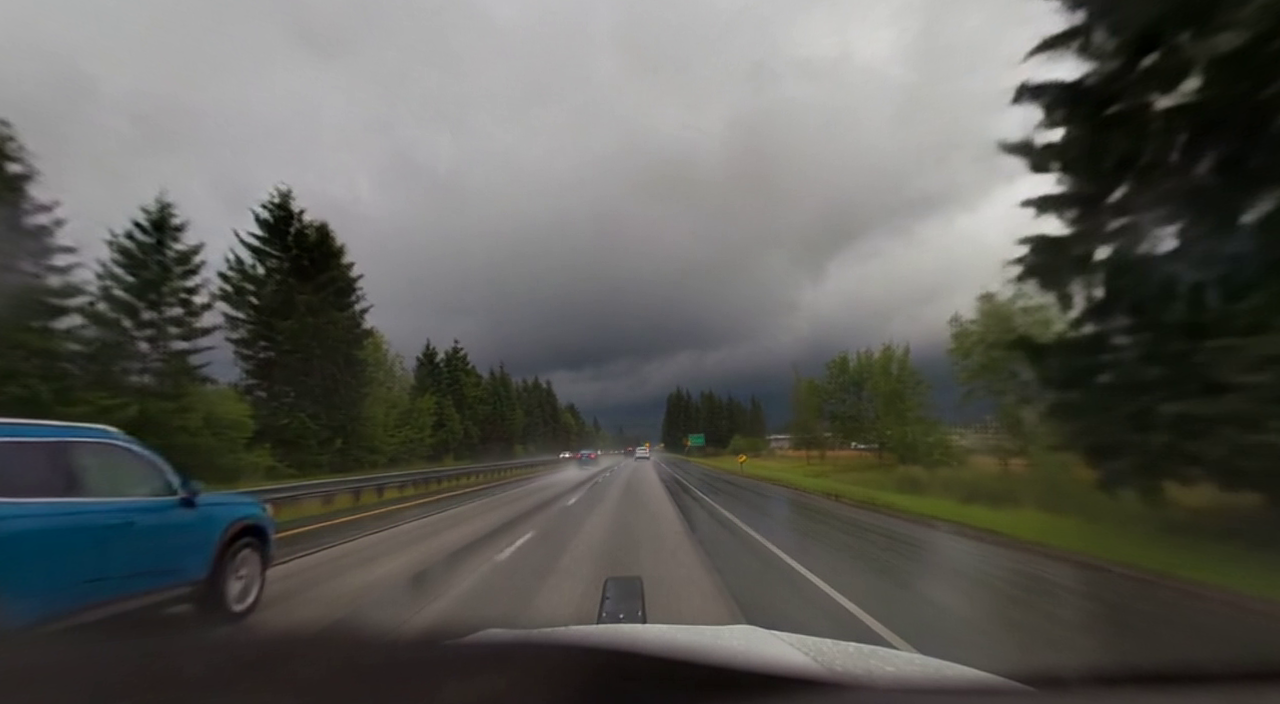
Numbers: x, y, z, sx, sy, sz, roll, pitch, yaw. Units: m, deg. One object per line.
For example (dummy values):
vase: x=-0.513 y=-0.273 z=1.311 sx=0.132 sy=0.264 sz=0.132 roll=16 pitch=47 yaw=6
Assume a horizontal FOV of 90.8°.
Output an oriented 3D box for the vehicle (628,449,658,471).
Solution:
vehicle: x=0.205 y=7.719 z=45.240 sx=2.046 sy=1.452 sz=4.407 roll=0 pitch=-9 yaw=0

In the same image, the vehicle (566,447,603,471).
vehicle: x=-3.949 y=7.704 z=45.632 sx=2.182 sy=1.629 sz=4.263 roll=0 pitch=-9 yaw=1

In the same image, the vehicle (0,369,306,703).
vehicle: x=-3.871 y=0.969 z=3.116 sx=2.100 sy=1.667 sz=4.223 roll=0 pitch=-9 yaw=0
